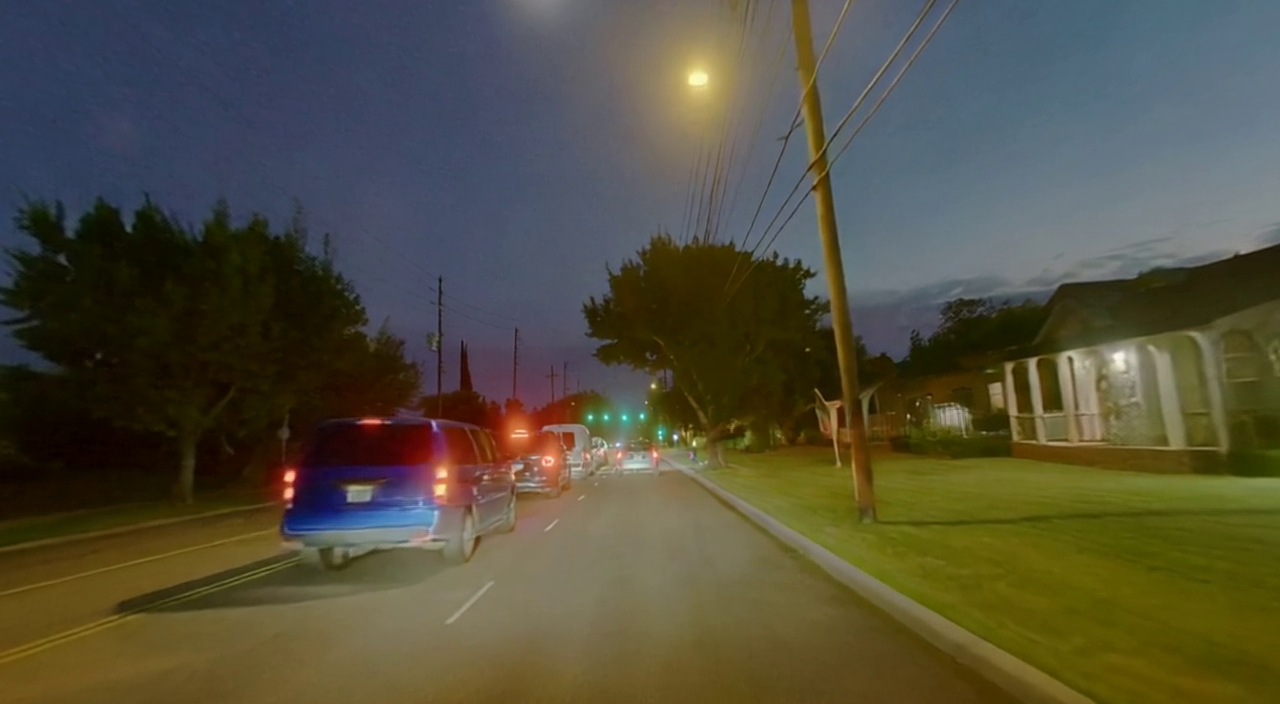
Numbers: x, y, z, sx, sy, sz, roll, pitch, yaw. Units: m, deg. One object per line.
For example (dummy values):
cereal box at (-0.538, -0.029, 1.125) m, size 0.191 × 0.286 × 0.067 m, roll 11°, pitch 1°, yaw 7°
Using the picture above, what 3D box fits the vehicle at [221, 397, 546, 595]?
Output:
vehicle at (-2.641, 1.617, 7.903) m, size 2.157 × 1.765 × 4.303 m, roll 0°, pitch -9°, yaw 1°

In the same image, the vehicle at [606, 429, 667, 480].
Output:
vehicle at (-0.132, 3.840, 23.733) m, size 2.120 × 1.718 × 3.909 m, roll 0°, pitch -9°, yaw 0°
